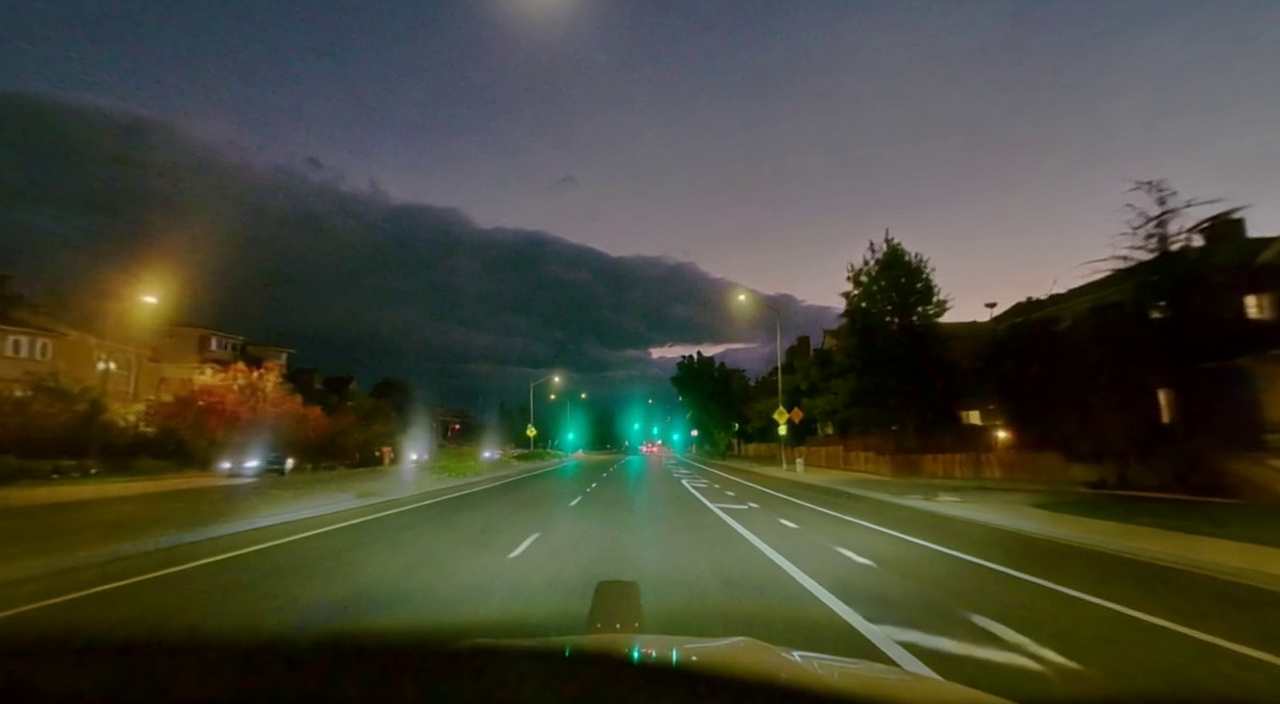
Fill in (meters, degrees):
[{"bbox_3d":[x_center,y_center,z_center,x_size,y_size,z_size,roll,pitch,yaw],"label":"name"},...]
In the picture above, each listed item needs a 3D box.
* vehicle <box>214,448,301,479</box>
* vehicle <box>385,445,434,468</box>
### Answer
[{"bbox_3d":[-20.285,5.908,33.760,1.834,1.464,4.490,0,-8,0],"label":"vehicle"},{"bbox_3d":[-16.241,7.389,44.779,1.773,1.505,4.280,0,-9,1],"label":"vehicle"}]
